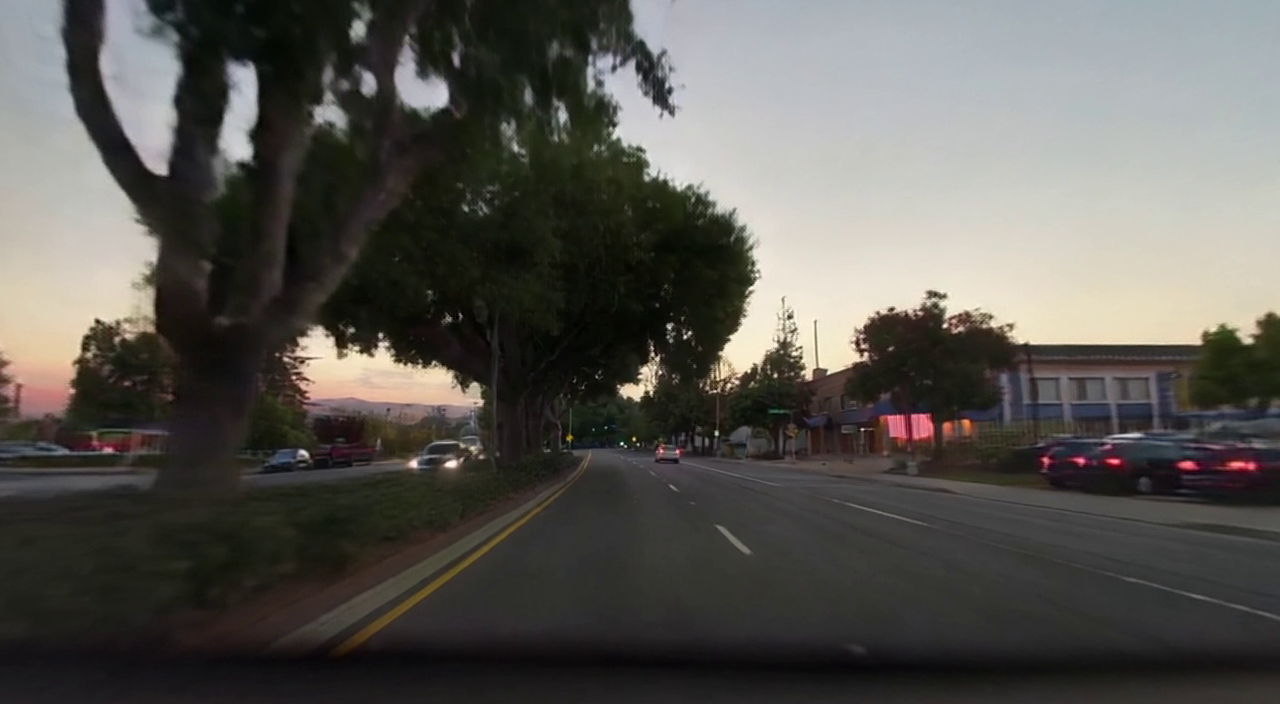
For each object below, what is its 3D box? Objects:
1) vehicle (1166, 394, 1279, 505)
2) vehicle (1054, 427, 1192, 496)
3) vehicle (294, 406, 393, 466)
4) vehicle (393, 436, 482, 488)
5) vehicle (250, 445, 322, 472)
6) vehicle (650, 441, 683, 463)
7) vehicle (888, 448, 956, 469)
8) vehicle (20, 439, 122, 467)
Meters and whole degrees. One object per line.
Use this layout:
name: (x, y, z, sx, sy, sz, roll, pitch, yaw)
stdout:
vehicle: (17.036, 2.730, 17.818, 5.908, 2.641, 2.303, 7, -12, -42)
vehicle: (15.870, 3.505, 20.661, 5.161, 1.927, 2.464, 7, -11, -41)
vehicle: (-21.278, 6.183, 46.140, 3.154, 3.917, 9.345, 0, -9, -4)
vehicle: (-7.194, 3.921, 23.065, 2.180, 1.556, 5.130, 2, -7, -8)
vehicle: (-20.955, 6.294, 37.624, 2.068, 1.408, 4.399, -2, -8, -4)
vehicle: (1.839, 7.191, 45.353, 1.913, 1.473, 4.360, 0, -9, -4)
vehicle: (20.450, 7.684, 45.788, 4.458, 1.465, 1.875, 3, -9, -22)
vehicle: (-31.100, 5.540, 34.597, 3.768, 1.443, 1.800, 0, -8, -2)
